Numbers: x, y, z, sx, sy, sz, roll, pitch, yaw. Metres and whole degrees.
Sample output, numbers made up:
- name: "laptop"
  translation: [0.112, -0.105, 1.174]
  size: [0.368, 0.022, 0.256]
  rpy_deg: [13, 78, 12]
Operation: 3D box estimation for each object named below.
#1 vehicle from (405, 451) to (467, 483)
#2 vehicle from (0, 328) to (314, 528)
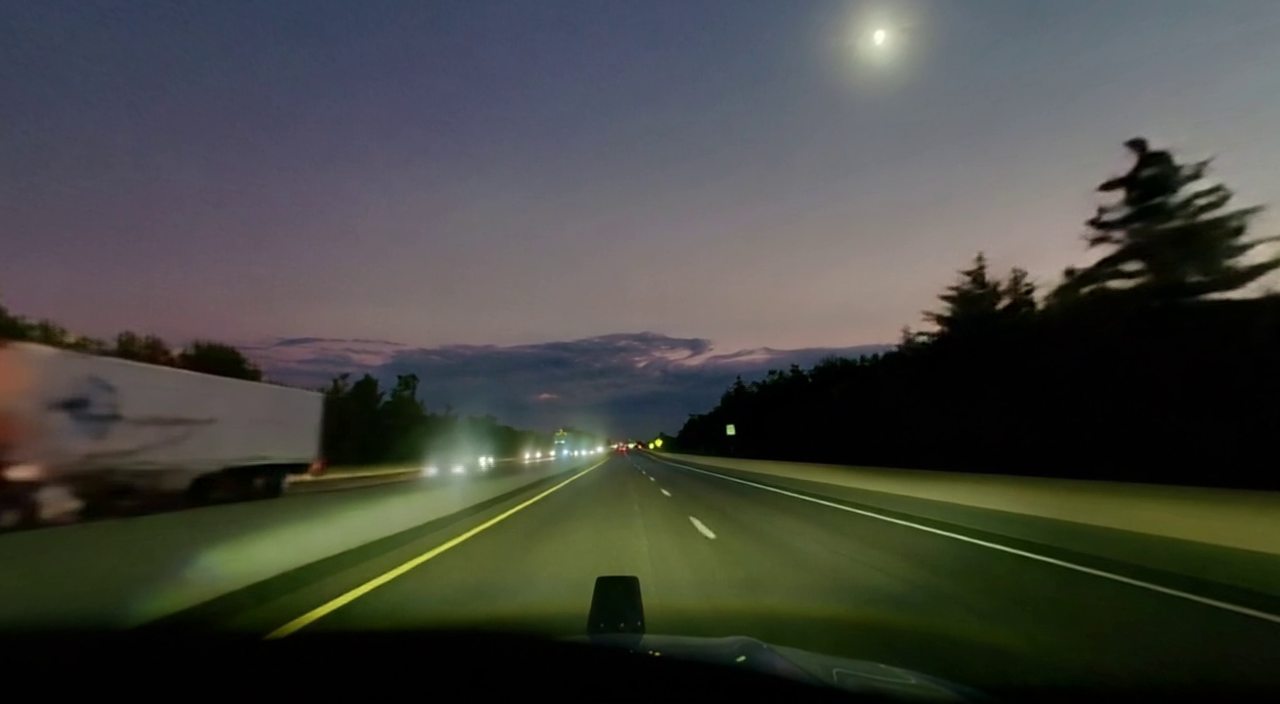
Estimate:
- name: "vehicle"
  translation: [-10.179, 5.746, 31.796]
  size: [1.795, 1.436, 4.346]
  rpy_deg: [0, -9, -1]
- name: "vehicle"
  translation: [-14.735, 2.421, 18.419]
  size: [3.084, 4.035, 14.326]
  rpy_deg: [0, -9, -1]
